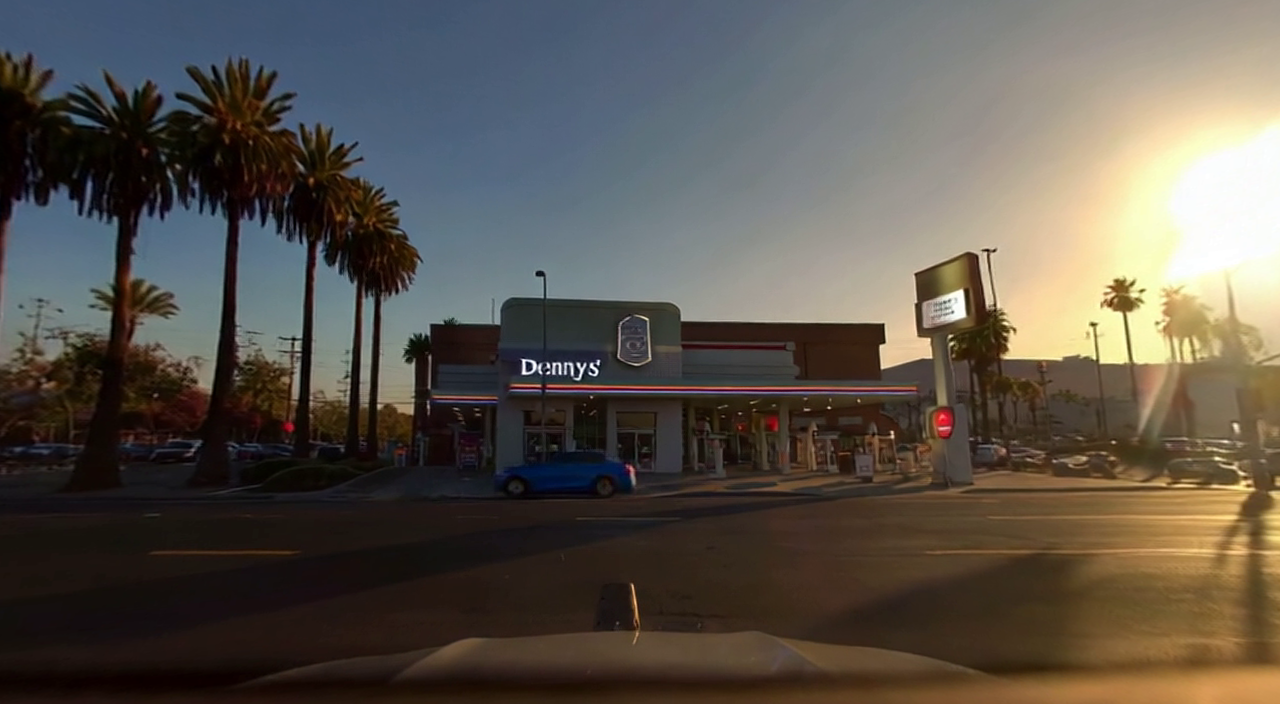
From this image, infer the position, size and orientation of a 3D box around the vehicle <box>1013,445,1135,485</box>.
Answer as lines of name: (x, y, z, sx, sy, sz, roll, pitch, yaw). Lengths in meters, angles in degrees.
vehicle: (22.554, 5.842, 32.928, 4.880, 1.754, 2.202, 0, -5, -5)

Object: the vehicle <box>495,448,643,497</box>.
vehicle: (-2.249, 3.904, 20.626, 4.570, 1.480, 1.873, 1, -9, -4)

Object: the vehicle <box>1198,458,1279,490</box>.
vehicle: (32.514, 6.380, 33.229, 2.074, 1.480, 4.369, 1, -9, -5)

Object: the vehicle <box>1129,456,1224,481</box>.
vehicle: (34.873, 7.546, 41.232, 1.805, 1.466, 4.641, 1, -9, -6)
